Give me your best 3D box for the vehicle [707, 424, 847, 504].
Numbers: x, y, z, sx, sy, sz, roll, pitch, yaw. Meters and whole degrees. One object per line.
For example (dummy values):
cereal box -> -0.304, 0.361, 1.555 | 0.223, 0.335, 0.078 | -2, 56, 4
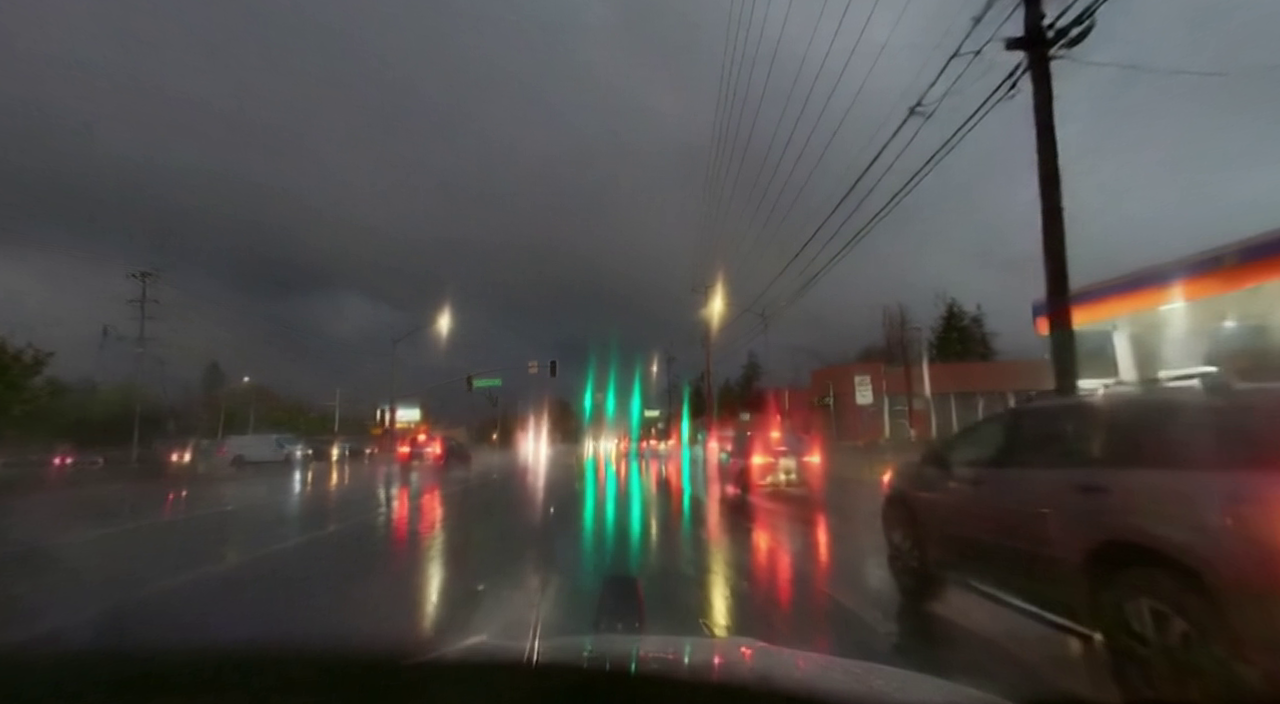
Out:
vehicle -> 2.816, 2.413, 14.115 | 1.945, 1.470, 4.363 | 0, -8, -3

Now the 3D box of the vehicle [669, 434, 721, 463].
vehicle -> 2.853, 5.127, 33.853 | 2.208, 1.436, 4.542 | 0, -8, -2

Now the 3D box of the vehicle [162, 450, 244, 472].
vehicle -> -33.858, 8.408, 49.029 | 4.989, 1.567, 2.075 | -1, -8, 8

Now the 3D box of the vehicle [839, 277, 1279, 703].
vehicle -> 3.205, 0.903, 3.961 | 2.124, 1.824, 4.973 | 0, -8, -2

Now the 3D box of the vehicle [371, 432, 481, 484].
vehicle -> -6.683, 3.330, 20.285 | 2.075, 1.470, 4.190 | 0, -8, 0

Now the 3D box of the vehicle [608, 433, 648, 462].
vehicle -> -0.685, 5.261, 35.050 | 2.065, 1.484, 3.894 | 0, -8, -2
